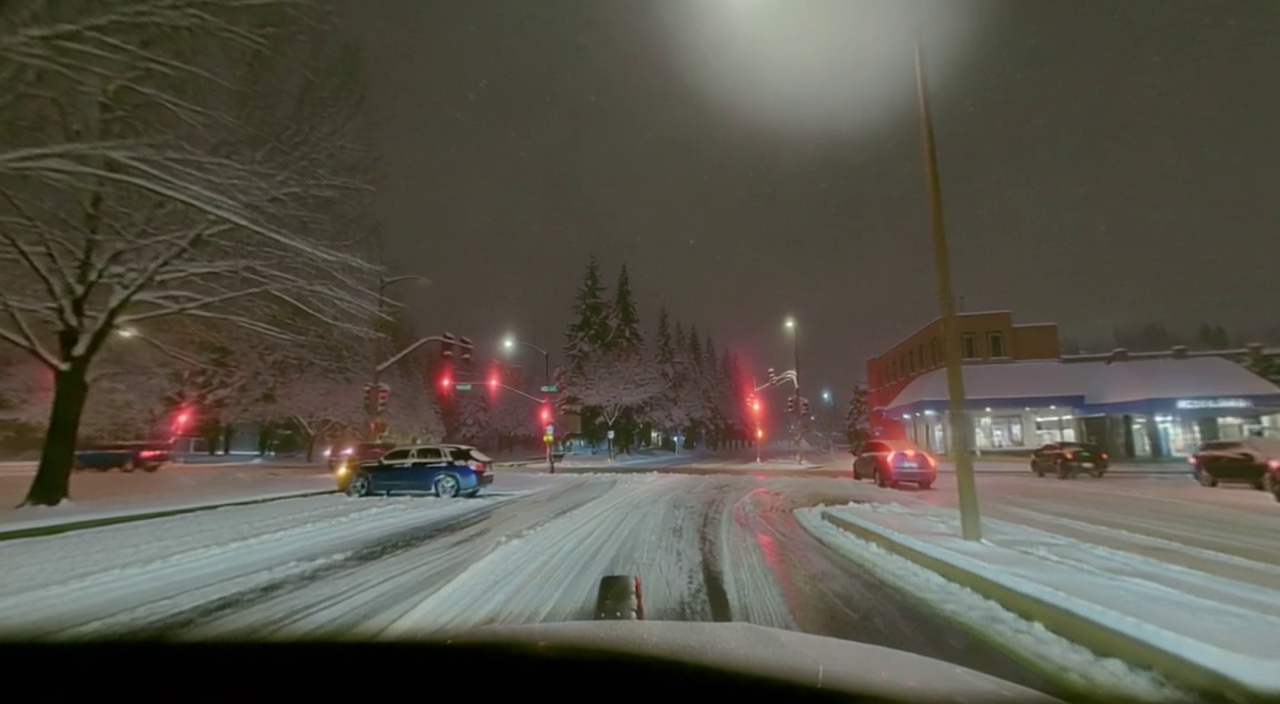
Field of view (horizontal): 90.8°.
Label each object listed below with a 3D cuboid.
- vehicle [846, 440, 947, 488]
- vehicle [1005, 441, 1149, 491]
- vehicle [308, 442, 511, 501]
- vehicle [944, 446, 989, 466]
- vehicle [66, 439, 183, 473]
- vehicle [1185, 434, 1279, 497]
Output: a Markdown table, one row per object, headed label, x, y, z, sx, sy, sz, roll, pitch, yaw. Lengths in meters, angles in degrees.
| label | x | y | z | sx | sy | sz | roll | pitch | yaw |
| --- | --- | --- | --- | --- | --- | --- | --- | --- | --- |
| vehicle | 9.076 | 3.979 | 22.852 | 2.061 | 1.519 | 4.794 | -1 | -8 | 5 |
| vehicle | 14.474 | 3.756 | 21.294 | 1.951 | 1.491 | 4.359 | -1 | -8 | 4 |
| vehicle | -6.249 | 3.227 | 17.424 | 4.792 | 1.468 | 2.116 | -2 | -9 | 10 |
| vehicle | 25.319 | 8.032 | 49.109 | 1.833 | 1.445 | 4.178 | -1 | -8 | 9 |
| vehicle | -29.182 | 5.875 | 35.865 | 4.906 | 1.784 | 1.913 | 7 | -11 | -41 |
| vehicle | 20.010 | 3.544 | 20.111 | 1.888 | 1.725 | 4.268 | -4 | -8 | 9 |
